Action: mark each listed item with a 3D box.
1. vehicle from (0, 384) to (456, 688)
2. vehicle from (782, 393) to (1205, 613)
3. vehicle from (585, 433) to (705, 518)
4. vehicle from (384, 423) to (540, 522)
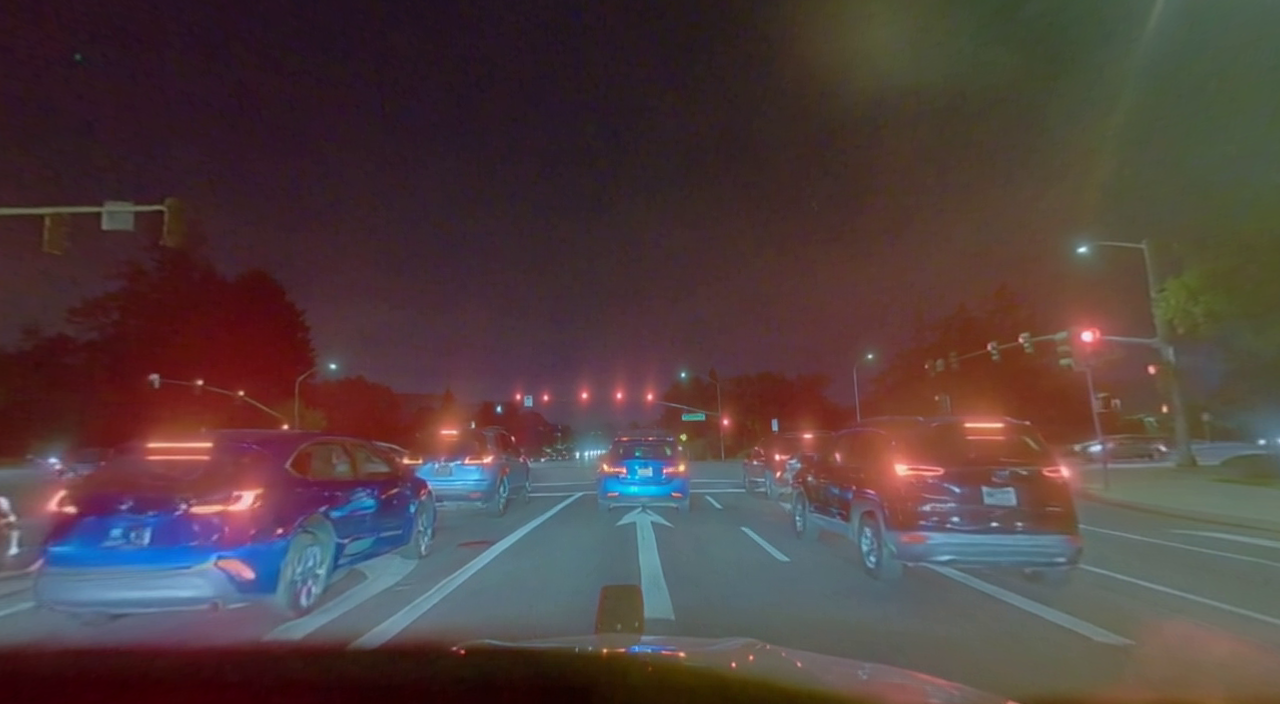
[{"bbox_3d":[-3.386,1.343,5.762,2.034,1.655,4.465,0,-9,0],"label":"vehicle"},{"bbox_3d":[3.238,1.497,7.128,2.178,1.691,4.314,0,-9,-1],"label":"vehicle"},{"bbox_3d":[0.034,2.482,13.177,2.114,1.482,4.056,0,-9,-2],"label":"vehicle"},{"bbox_3d":[-3.417,2.410,13.098,1.958,1.693,4.242,0,-9,0],"label":"vehicle"}]
